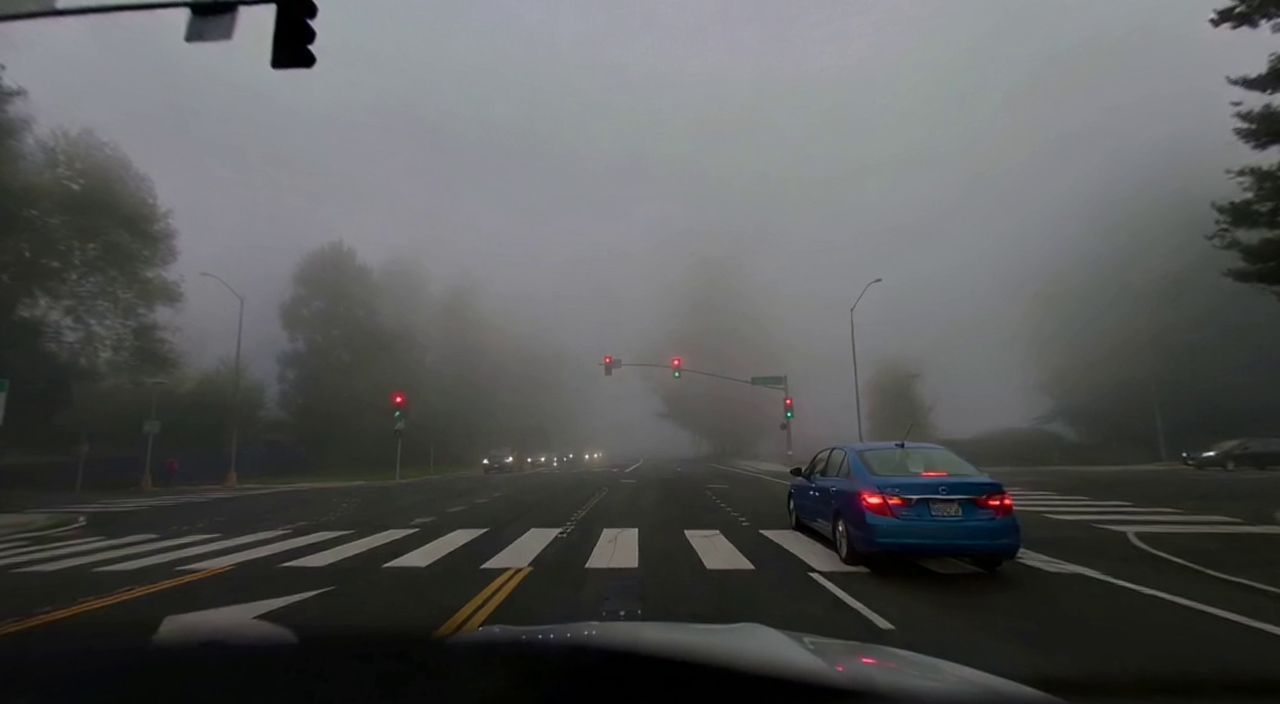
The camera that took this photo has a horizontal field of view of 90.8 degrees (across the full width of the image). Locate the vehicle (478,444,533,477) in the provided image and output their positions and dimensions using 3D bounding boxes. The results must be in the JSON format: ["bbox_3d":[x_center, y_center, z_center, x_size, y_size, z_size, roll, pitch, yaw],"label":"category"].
[{"bbox_3d":[-8.185,6.658,38.919,2.130,1.874,4.691,-1,-8,2],"label":"vehicle"}]

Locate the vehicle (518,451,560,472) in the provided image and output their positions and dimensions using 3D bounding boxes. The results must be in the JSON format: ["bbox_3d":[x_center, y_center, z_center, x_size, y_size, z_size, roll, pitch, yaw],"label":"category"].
[{"bbox_3d":[-7.580,8.254,47.837,1.906,1.468,4.686,-1,-9,7],"label":"vehicle"}]

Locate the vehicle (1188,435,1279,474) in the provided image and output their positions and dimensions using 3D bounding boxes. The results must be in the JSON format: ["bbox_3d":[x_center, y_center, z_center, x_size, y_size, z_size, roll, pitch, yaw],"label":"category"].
[{"bbox_3d":[27.926,4.608,28.651,4.598,1.650,2.087,1,-9,-11],"label":"vehicle"}]

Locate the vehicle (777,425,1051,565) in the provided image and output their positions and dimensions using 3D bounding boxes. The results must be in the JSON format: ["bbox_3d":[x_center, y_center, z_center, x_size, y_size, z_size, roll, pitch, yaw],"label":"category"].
[{"bbox_3d":[3.661,2.001,9.694,2.129,1.581,4.780,0,-8,1],"label":"vehicle"}]
